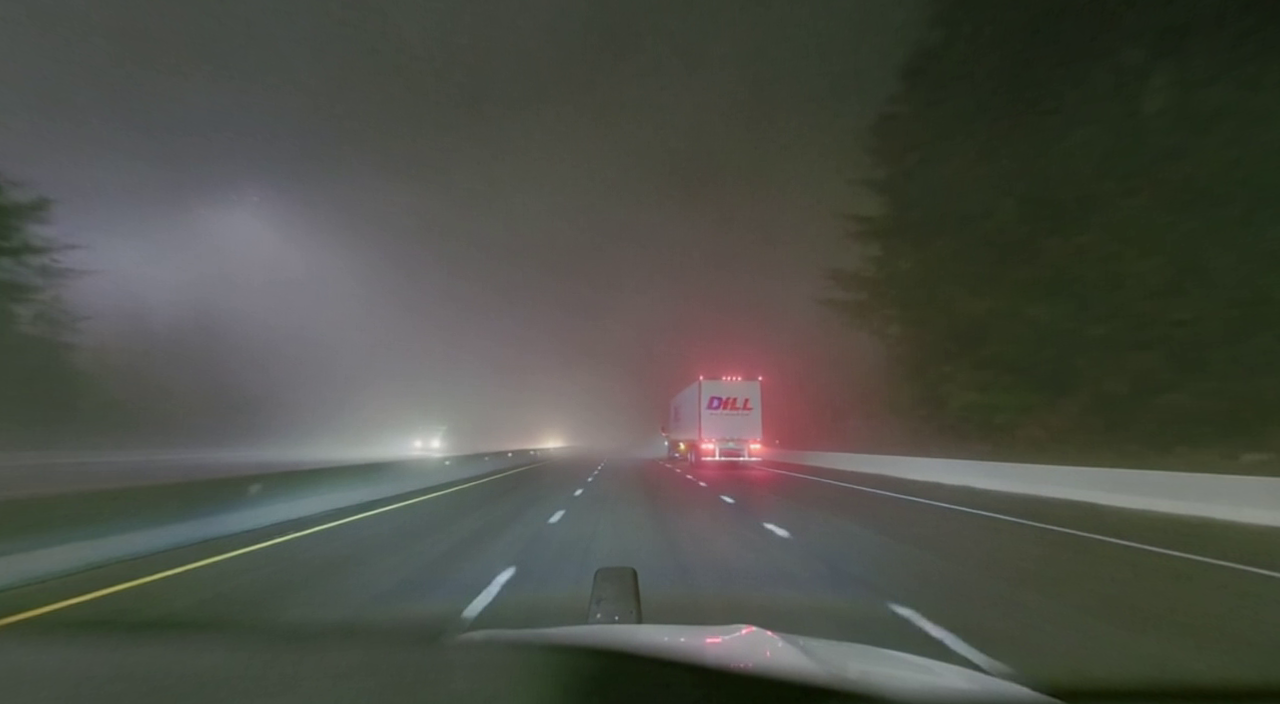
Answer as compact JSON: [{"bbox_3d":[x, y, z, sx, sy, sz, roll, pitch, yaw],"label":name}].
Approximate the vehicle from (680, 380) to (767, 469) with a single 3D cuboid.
[{"bbox_3d":[3.970,3.784,32.020,2.880,3.918,8.254,0,-8,-3],"label":"vehicle"}]
